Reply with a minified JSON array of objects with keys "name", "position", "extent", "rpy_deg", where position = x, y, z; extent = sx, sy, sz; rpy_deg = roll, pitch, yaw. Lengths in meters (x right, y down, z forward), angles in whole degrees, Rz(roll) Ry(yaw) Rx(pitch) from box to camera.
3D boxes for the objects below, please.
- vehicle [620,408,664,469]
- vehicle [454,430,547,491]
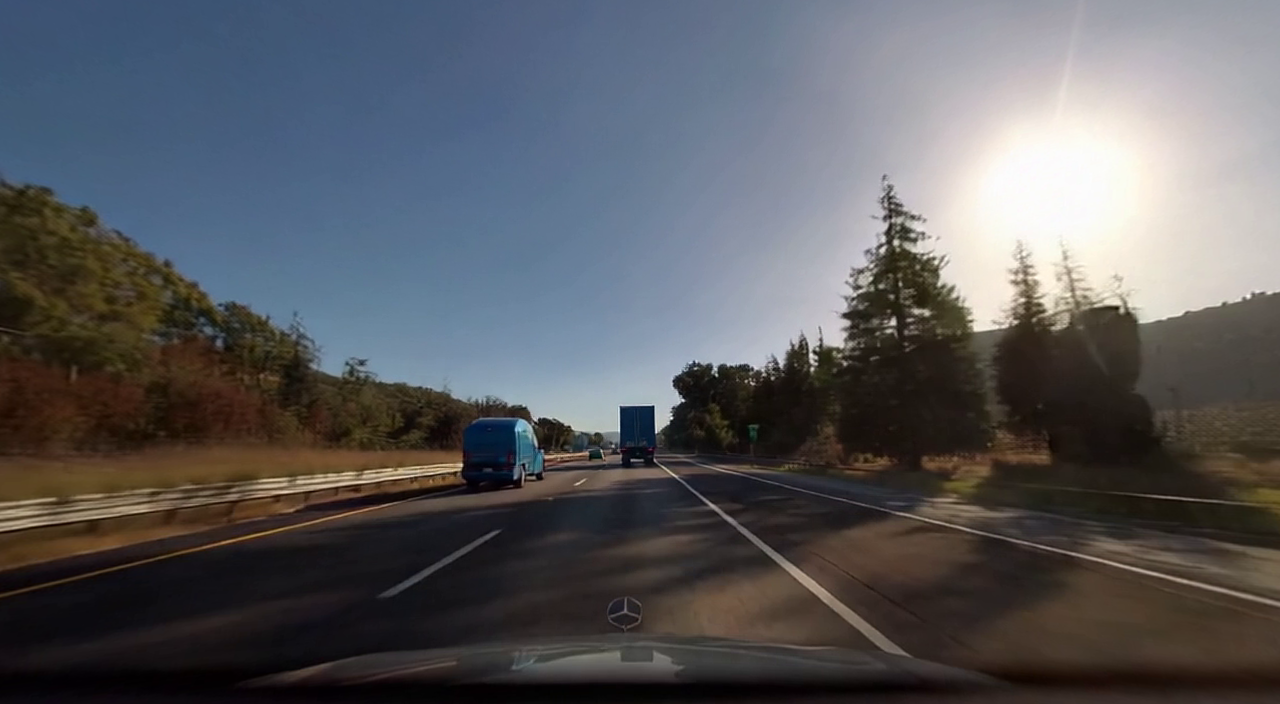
[{"name":"vehicle","position":[0.137,6.383,46.135],"extent":[2.899,3.966,10.053],"rpy_deg":[0,-9,0]},{"name":"vehicle","position":[-4.551,3.618,21.334],"extent":[2.042,1.815,4.639],"rpy_deg":[0,-9,0]}]
